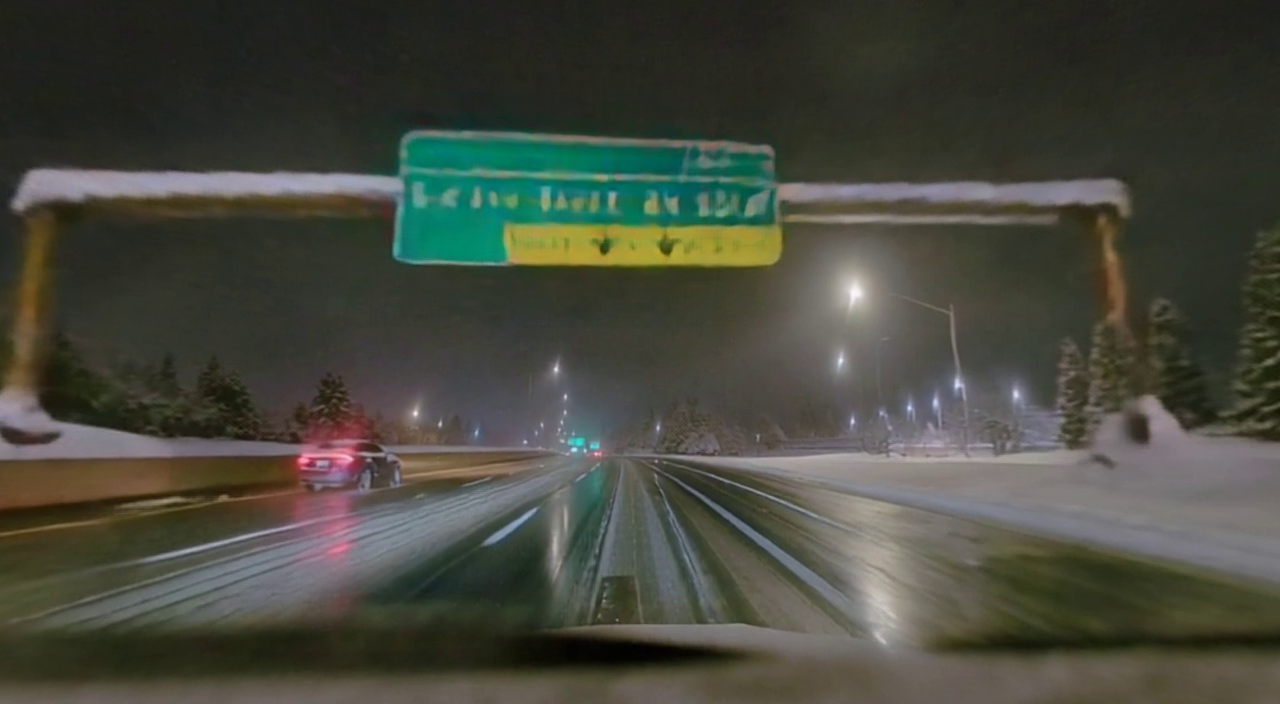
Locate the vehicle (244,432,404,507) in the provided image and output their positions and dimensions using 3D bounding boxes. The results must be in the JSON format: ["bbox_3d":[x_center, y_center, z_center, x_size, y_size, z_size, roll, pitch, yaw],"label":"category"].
[{"bbox_3d":[-7.703,2.888,15.936,1.924,1.601,4.115,0,-9,-1],"label":"vehicle"}]
